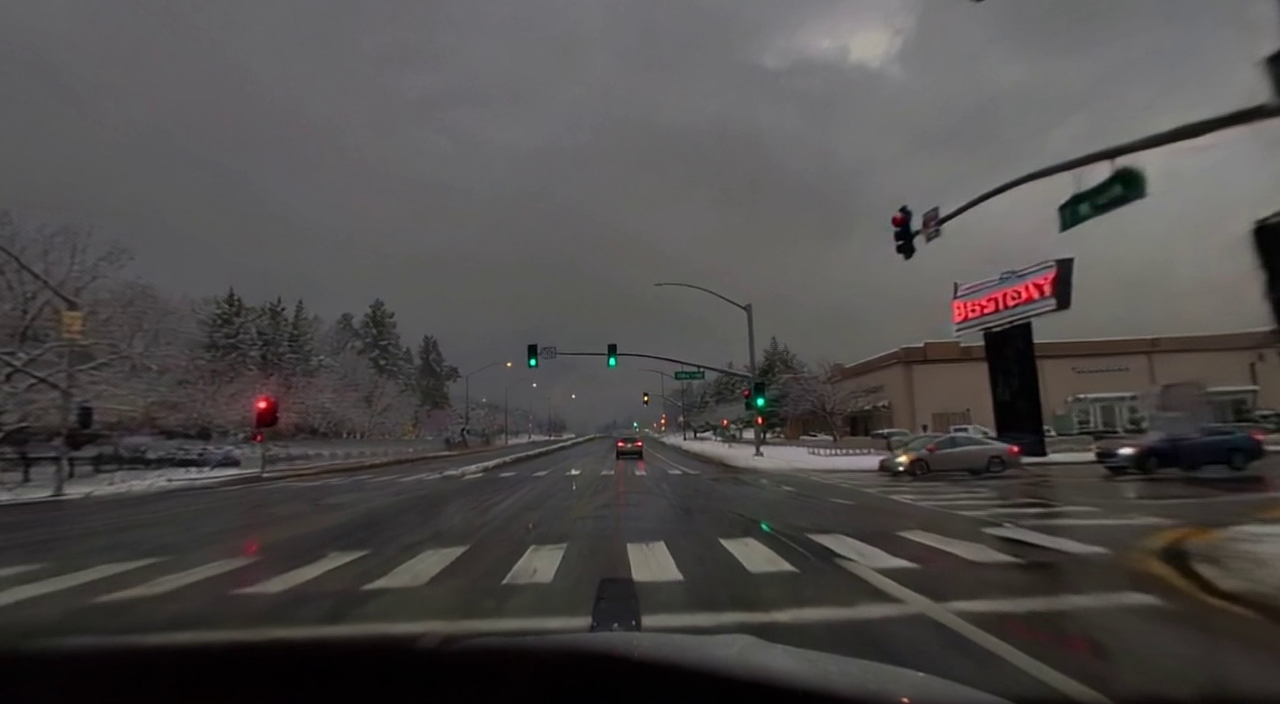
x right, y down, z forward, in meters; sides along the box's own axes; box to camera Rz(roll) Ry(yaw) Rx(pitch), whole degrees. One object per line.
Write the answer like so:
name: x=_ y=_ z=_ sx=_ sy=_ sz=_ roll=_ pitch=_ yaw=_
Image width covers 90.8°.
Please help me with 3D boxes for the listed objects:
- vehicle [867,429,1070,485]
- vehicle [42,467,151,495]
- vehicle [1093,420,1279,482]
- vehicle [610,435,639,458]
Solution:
vehicle: x=9.425 y=3.041 z=18.402 sx=4.794 sy=1.511 sz=1.992 roll=0 pitch=-9 yaw=-3
vehicle: x=-33.660 y=8.023 z=39.248 sx=4.708 sy=1.575 sz=2.020 roll=0 pitch=-11 yaw=-5
vehicle: x=16.389 y=2.869 z=18.446 sx=4.710 sy=1.588 sz=2.053 roll=-1 pitch=-9 yaw=-3
vehicle: x=-1.119 y=6.992 z=46.723 sx=2.024 sy=1.628 sz=4.774 roll=0 pitch=-9 yaw=-1
